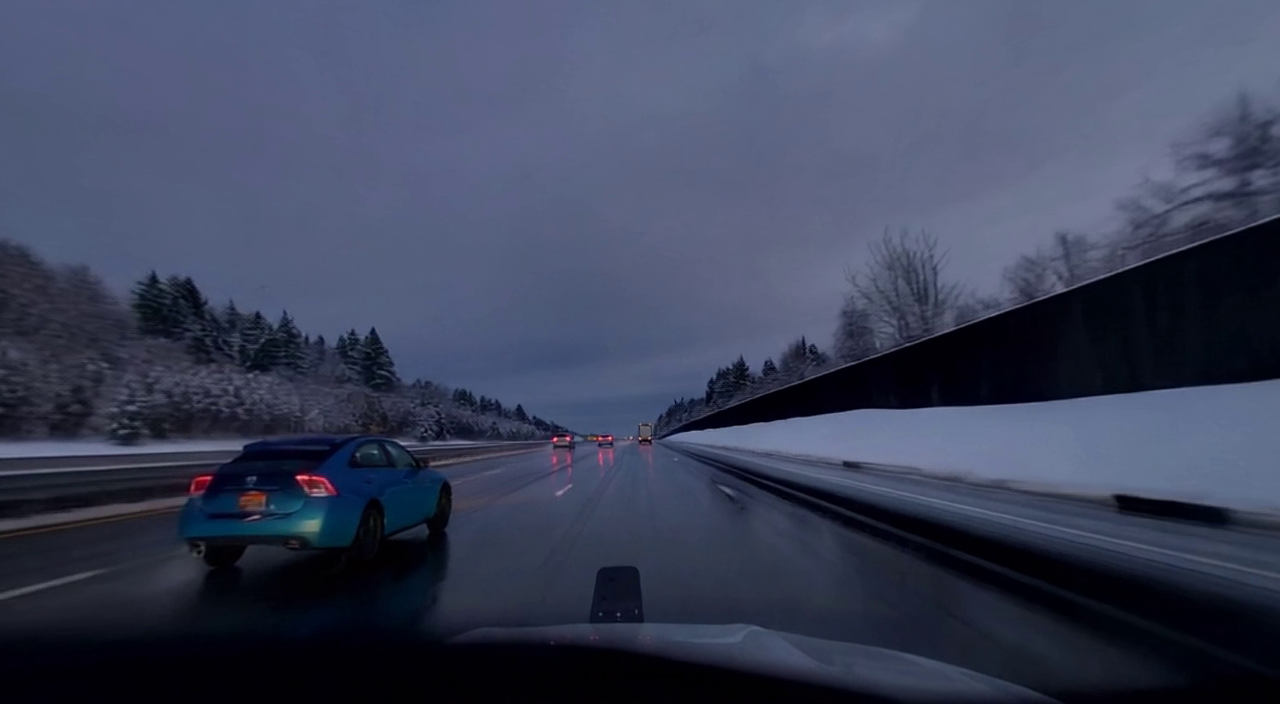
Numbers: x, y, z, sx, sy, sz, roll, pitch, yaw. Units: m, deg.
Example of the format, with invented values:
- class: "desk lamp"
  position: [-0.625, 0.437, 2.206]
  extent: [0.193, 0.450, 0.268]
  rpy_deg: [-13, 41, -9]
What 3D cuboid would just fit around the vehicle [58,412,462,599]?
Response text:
- class: "vehicle"
  position: [-3.632, 1.503, 7.075]
  extent: [2.079, 1.500, 3.881]
  rpy_deg: [0, -8, 1]
